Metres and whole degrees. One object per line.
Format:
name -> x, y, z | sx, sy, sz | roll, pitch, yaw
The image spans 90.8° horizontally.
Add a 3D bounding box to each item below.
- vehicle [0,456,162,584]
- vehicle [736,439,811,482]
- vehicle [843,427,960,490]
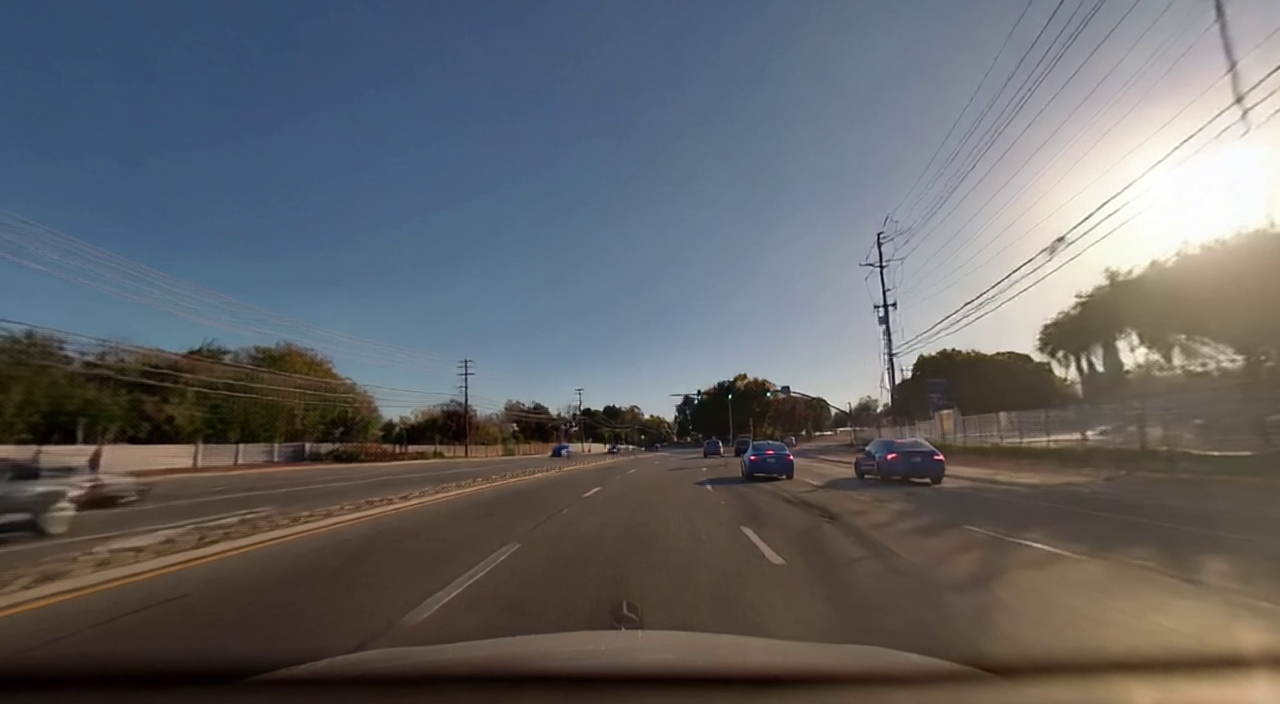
vehicle -> -9.287, 2.245, 8.565 | 2.107, 1.587, 4.514 | 0, -9, -1
vehicle -> 4.867, 4.030, 23.748 | 2.035, 1.460, 4.392 | -1, -8, 2
vehicle -> 8.256, 3.410, 20.443 | 2.029, 1.795, 4.371 | 0, -9, 2
